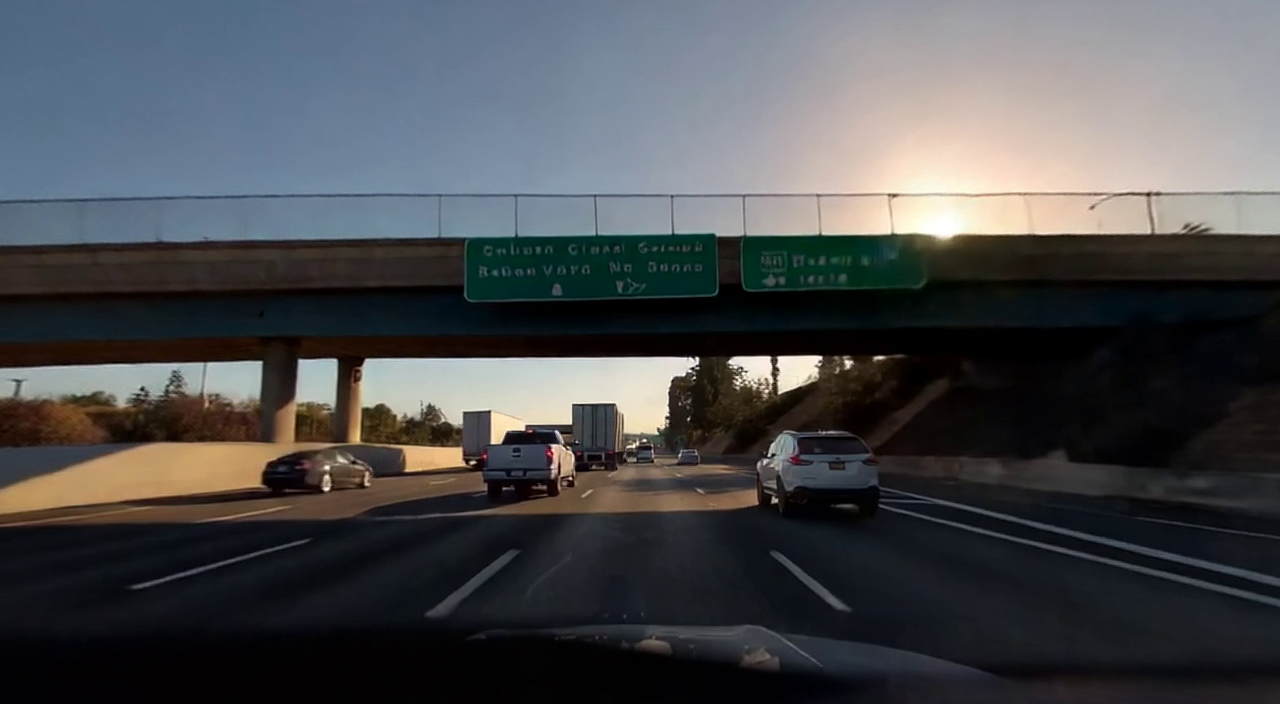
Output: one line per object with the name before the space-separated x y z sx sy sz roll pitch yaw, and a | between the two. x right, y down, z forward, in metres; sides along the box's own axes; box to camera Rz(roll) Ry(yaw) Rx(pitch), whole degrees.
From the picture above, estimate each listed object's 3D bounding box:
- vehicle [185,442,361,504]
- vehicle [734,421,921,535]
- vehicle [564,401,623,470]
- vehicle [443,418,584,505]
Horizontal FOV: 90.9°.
vehicle | -10.027 3.318 17.815 1.981 1.495 4.834 0 -9 1
vehicle | 3.093 2.183 11.516 2.028 1.658 4.334 0 -9 -1
vehicle | -3.028 6.165 45.737 2.869 4.108 15.564 0 -9 1
vehicle | -3.281 3.074 18.202 2.645 2.023 6.491 0 -9 1
